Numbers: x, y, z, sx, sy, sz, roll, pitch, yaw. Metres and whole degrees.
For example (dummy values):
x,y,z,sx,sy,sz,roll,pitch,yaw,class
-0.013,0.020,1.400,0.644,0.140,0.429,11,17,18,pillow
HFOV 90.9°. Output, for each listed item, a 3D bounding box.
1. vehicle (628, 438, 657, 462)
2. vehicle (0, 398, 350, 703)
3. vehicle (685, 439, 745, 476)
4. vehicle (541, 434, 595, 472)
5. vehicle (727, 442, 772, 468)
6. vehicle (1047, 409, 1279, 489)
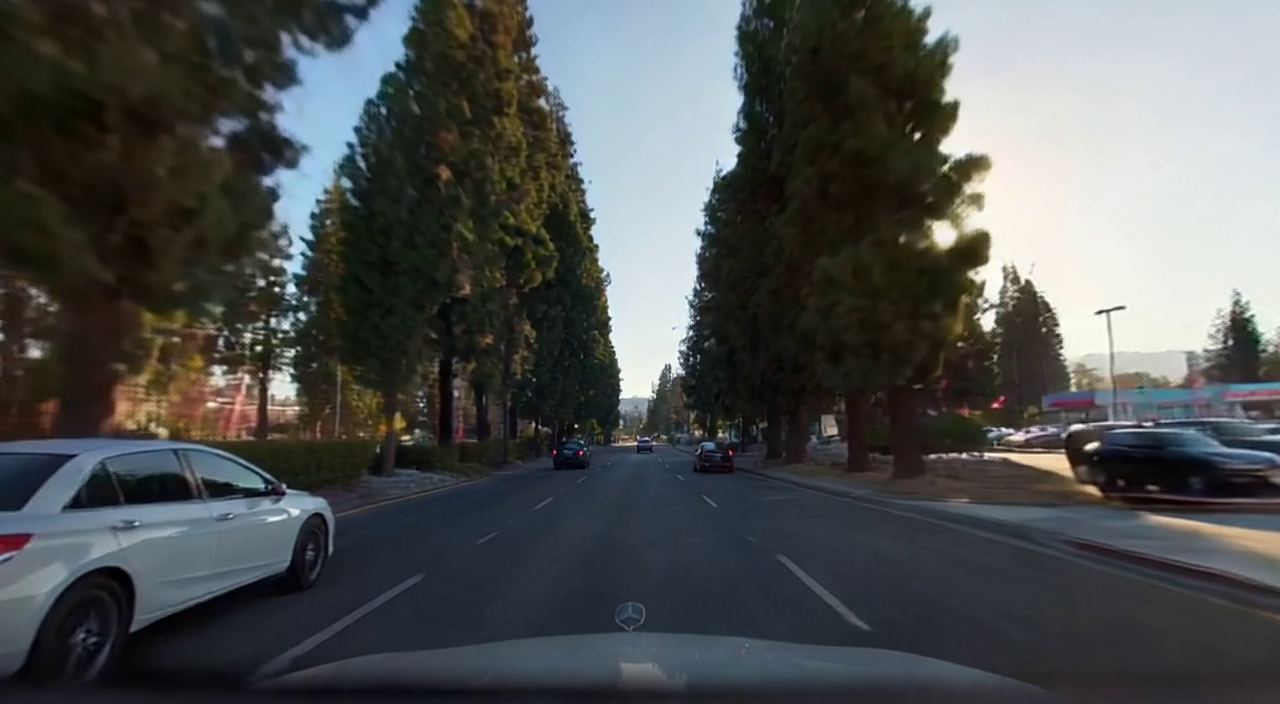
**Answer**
x,y,z,sx,sy,sz,roll,pitch,yaw,class
0.175,6.922,44.469,1.922,1.579,3.642,0,-9,1,vehicle
-4.119,1.143,4.047,1.988,1.530,5.155,0,-9,1,vehicle
3.216,4.632,27.849,2.010,1.486,4.498,0,-9,-1,vehicle
-3.532,5.053,31.674,2.051,1.747,4.370,0,-9,1,vehicle
6.468,6.137,37.798,1.856,1.421,4.357,0,-9,-1,vehicle
13.906,2.554,16.727,2.097,1.779,4.720,4,-9,-23,vehicle
